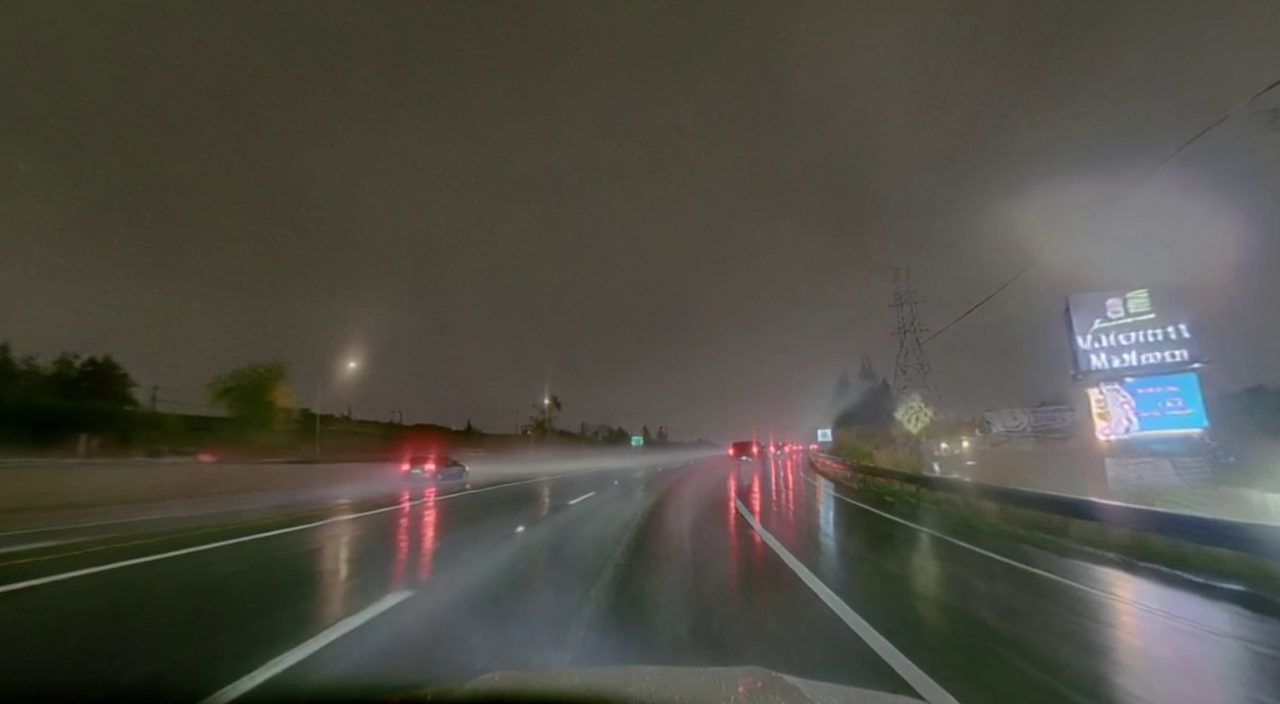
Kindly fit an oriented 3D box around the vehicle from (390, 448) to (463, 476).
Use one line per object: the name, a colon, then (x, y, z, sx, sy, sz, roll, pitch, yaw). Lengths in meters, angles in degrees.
vehicle: (-14.300, 7.368, 42.310, 2.145, 1.717, 4.448, -4, -9, 23)
